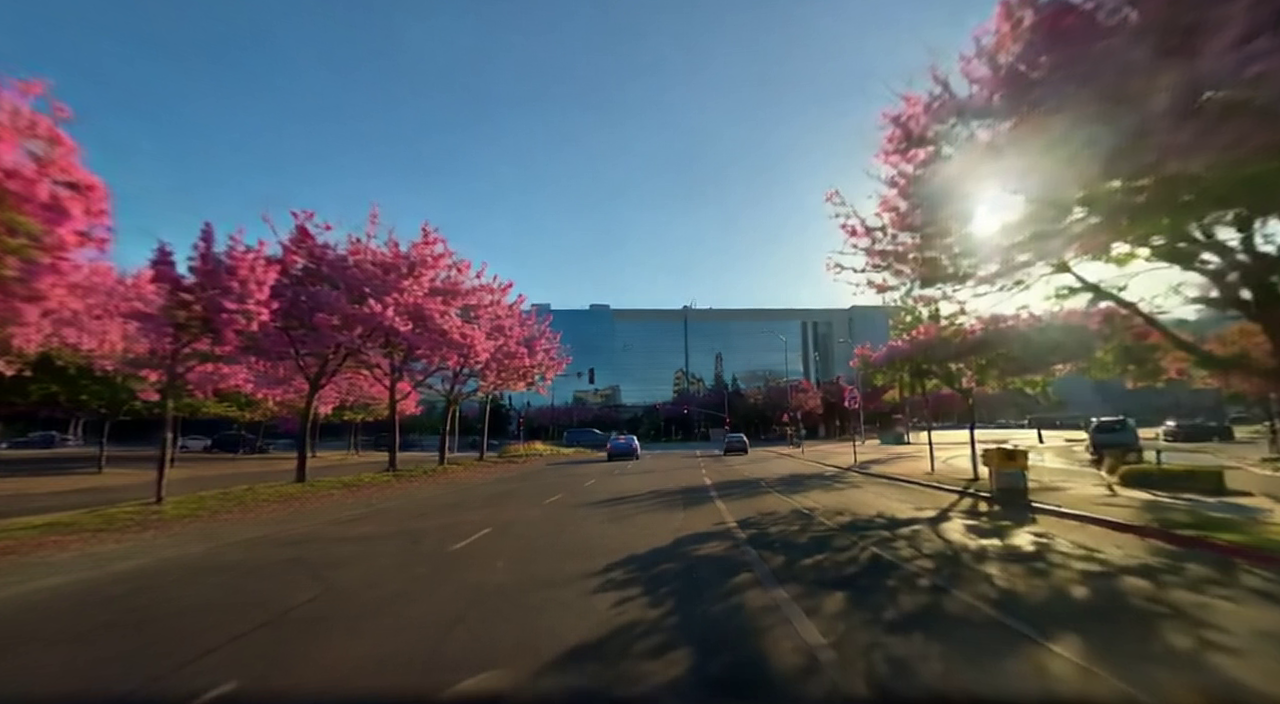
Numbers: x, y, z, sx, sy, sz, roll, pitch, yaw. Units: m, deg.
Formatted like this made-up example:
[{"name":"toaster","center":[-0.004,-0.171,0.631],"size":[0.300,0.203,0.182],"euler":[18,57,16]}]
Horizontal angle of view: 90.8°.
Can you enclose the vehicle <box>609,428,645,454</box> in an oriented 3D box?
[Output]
[{"name":"vehicle","center":[-0.864,6.256,44.206],"size":[1.995,1.703,4.367],"euler":[-1,-8,5]}]

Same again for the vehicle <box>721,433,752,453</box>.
[{"name":"vehicle","center":[7.577,7.175,49.865],"size":[2.007,1.466,4.291],"euler":[-1,-8,4]}]
